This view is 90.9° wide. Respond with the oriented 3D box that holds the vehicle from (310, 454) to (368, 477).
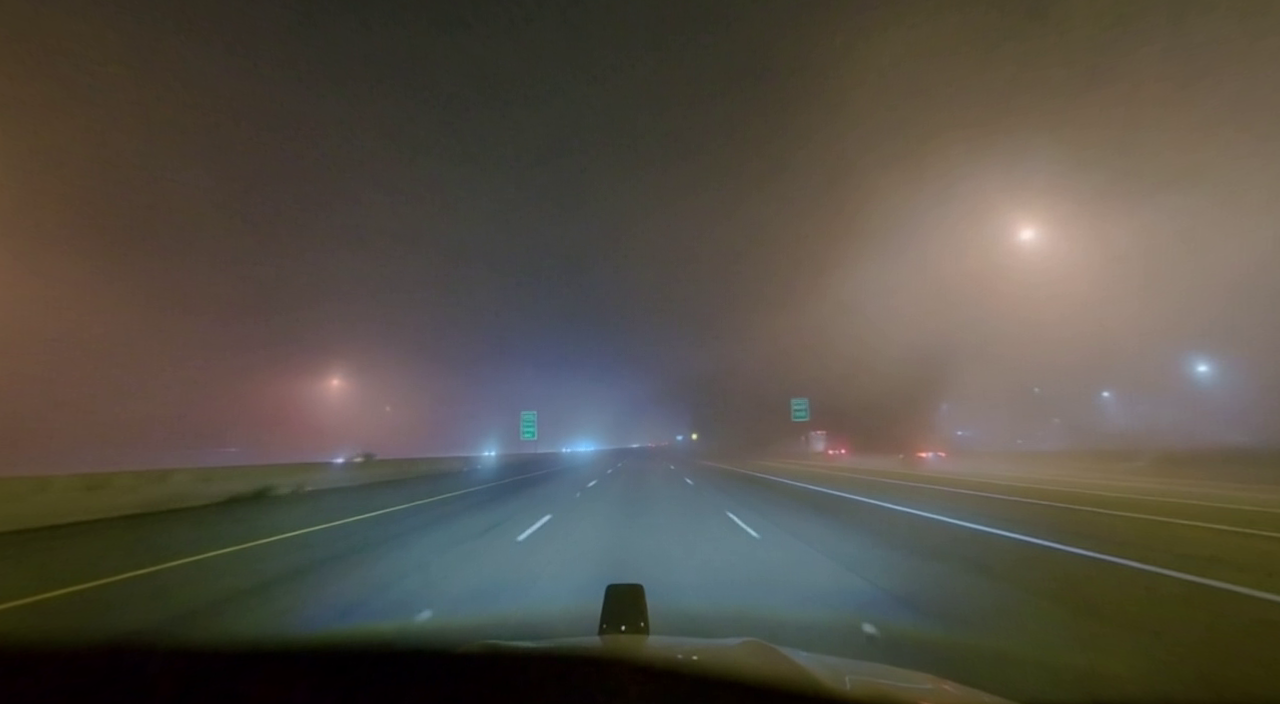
[{"bbox_3d":[-21.068,7.938,44.300,1.870,1.479,4.388,0,-8,1],"label":"vehicle"}]
